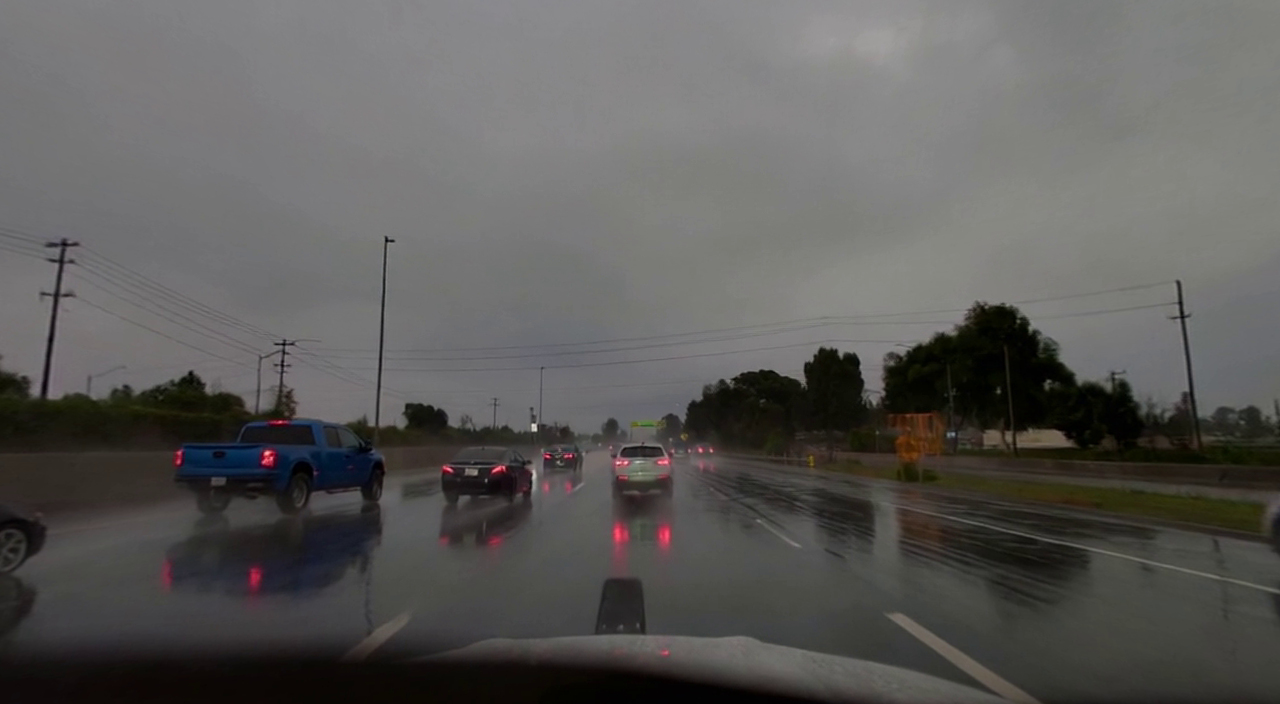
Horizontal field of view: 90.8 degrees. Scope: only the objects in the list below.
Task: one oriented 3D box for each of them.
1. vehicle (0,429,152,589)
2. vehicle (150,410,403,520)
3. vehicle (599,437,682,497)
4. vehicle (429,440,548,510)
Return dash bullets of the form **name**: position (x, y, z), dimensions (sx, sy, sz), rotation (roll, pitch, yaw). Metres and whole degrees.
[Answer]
- **vehicle**: position (-6.876, 1.363, 5.227), dimensions (1.900, 1.461, 4.706), rotation (0, -8, 0)
- **vehicle**: position (-7.500, 2.415, 14.040), dimensions (2.194, 1.922, 5.637), rotation (0, -8, 1)
- **vehicle**: position (-0.023, 3.264, 18.365), dimensions (2.102, 1.499, 4.439), rotation (0, -8, -1)
- **vehicle**: position (-3.478, 2.874, 15.328), dimensions (1.899, 1.437, 4.131), rotation (0, -8, 0)
